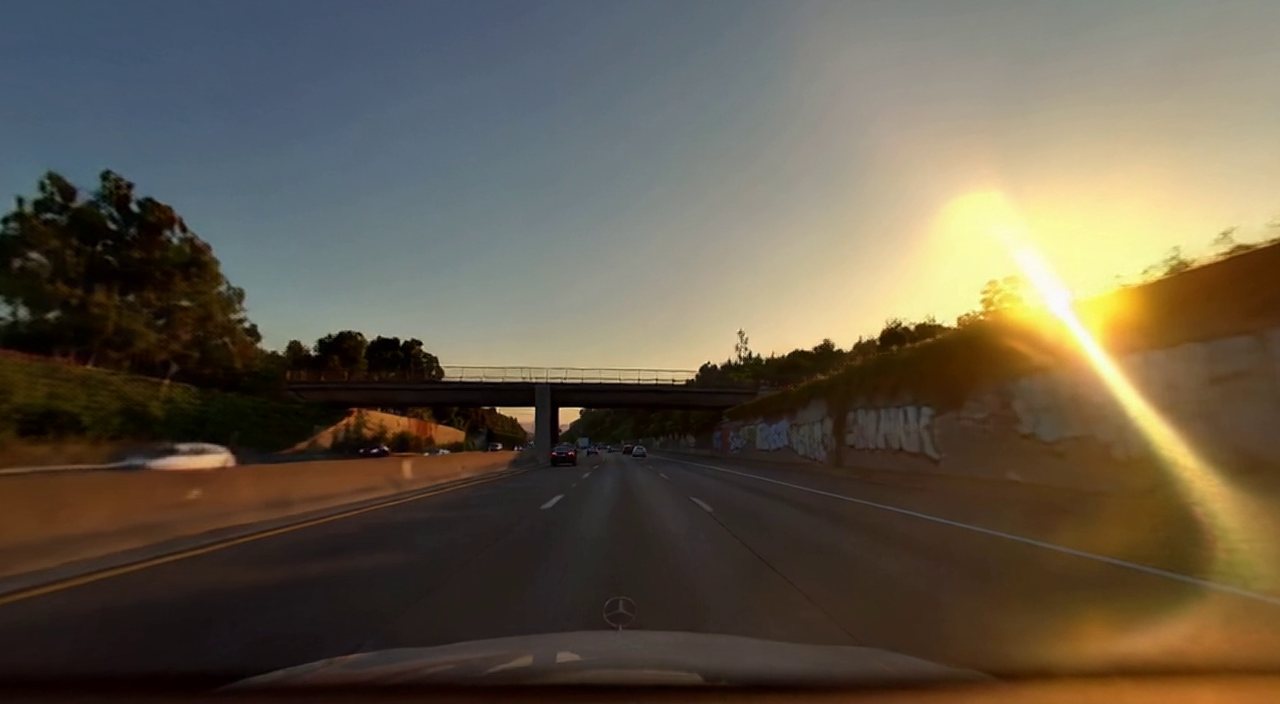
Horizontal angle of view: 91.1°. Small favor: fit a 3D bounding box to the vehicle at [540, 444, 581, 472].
[{"bbox_3d":[-4.366,5.893,35.004,1.871,1.459,3.771,0,-9,-2],"label":"vehicle"}]
